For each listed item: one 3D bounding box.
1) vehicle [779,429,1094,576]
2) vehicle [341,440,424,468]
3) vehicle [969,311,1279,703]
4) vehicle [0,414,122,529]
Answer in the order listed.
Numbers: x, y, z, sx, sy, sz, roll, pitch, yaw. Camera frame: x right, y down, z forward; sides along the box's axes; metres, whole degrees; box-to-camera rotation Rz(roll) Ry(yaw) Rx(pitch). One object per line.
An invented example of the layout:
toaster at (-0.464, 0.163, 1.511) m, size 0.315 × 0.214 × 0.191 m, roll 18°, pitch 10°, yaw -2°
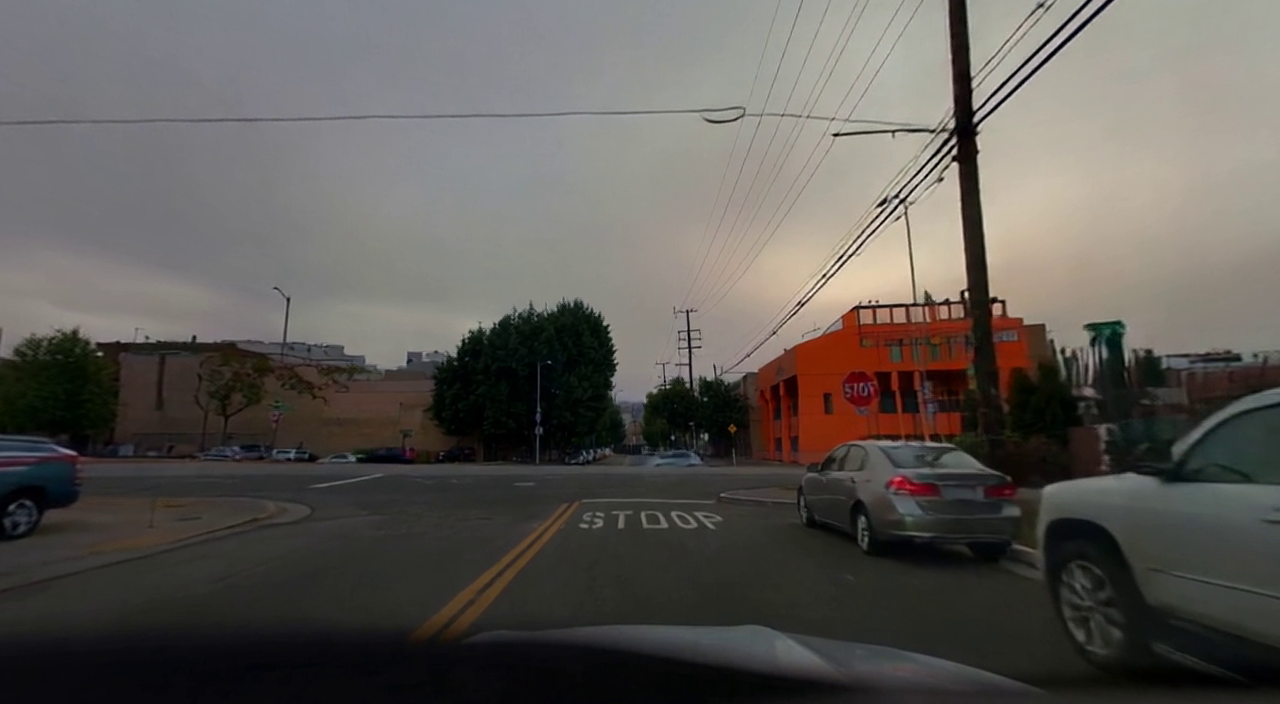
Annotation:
vehicle at (3.620, 1.916, 8.993) m, size 2.041 × 1.495 × 4.815 m, roll 0°, pitch -8°, yaw -2°
vehicle at (-17.184, 6.835, 42.292) m, size 4.689 × 1.803 × 1.958 m, roll 0°, pitch -8°, yaw -2°
vehicle at (3.688, 0.788, 2.400) m, size 2.178 × 1.856 × 4.756 m, roll 3°, pitch -7°, yaw -3°
vehicle at (-12.284, 1.990, 10.745) m, size 4.787 × 1.752 × 2.212 m, roll 0°, pitch -8°, yaw -3°
